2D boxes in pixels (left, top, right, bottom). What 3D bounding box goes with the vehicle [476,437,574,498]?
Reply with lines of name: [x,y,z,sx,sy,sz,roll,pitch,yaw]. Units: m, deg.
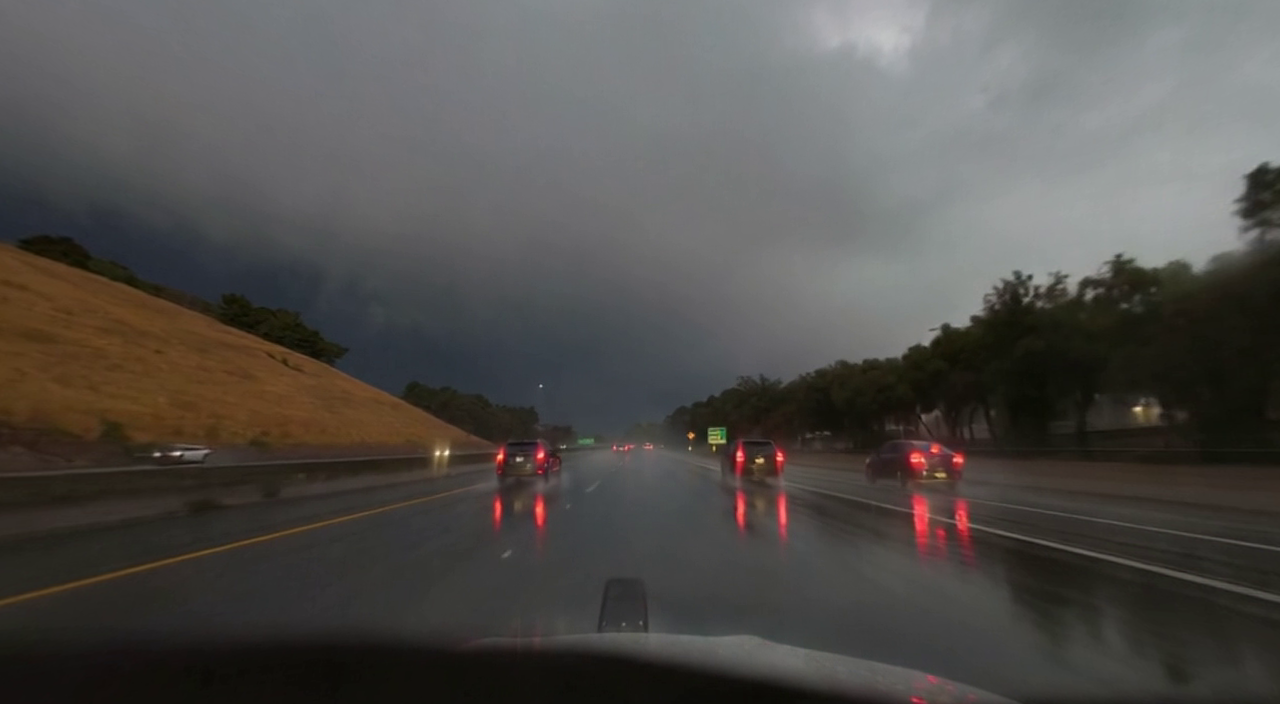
vehicle: [-3.498,3.606,20.097,2.166,1.672,4.388,-1,-9,2]

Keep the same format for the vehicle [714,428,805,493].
vehicle: [3.888,3.648,21.537,2.121,1.925,5.056,0,-9,0]

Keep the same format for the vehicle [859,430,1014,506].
vehicle: [7.645,3.015,16.836,1.998,1.717,4.338,0,-9,0]
